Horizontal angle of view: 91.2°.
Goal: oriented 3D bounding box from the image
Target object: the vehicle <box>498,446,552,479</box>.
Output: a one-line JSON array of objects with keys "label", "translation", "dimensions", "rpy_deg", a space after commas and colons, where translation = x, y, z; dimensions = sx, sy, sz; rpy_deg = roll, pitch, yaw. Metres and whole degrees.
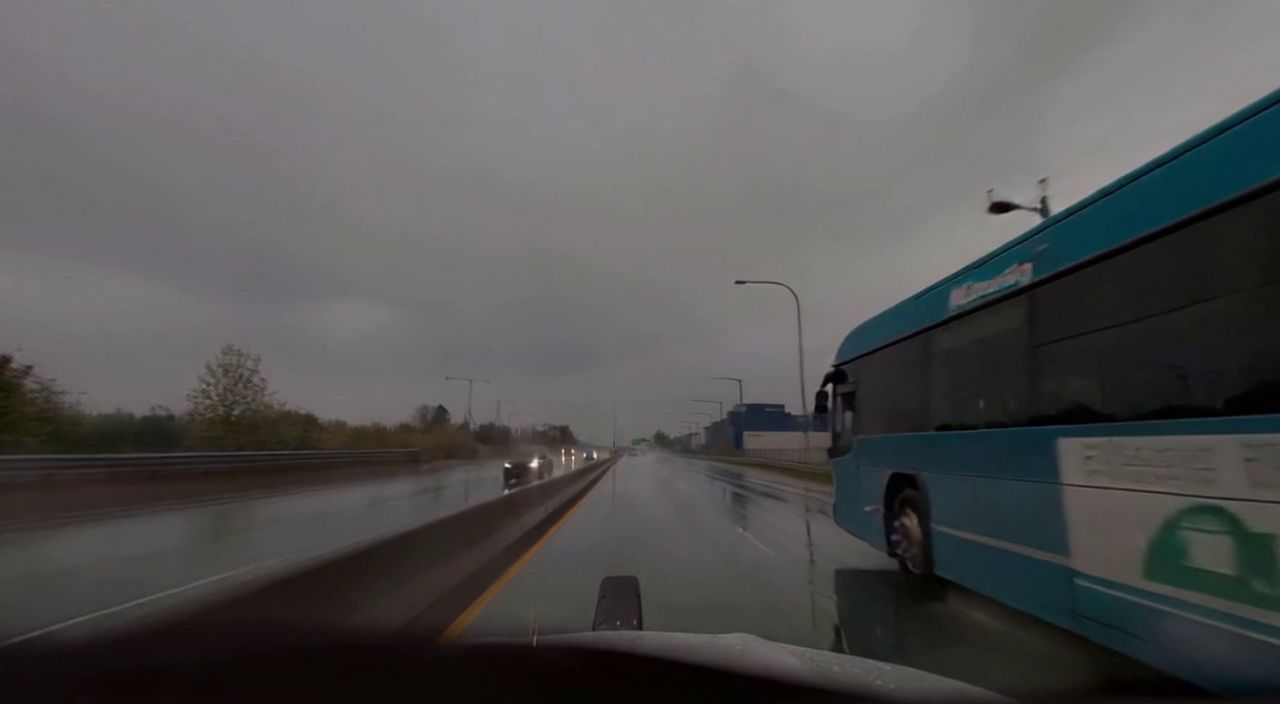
[{"label": "vehicle", "translation": [-5.771, 5.598, 32.058], "dimensions": [1.977, 1.530, 4.328], "rpy_deg": [-1, -9, 0]}]

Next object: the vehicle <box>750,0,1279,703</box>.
[{"label": "vehicle", "translation": [3.729, -0.239, 3.958], "dimensions": [3.277, 4.084, 14.213], "rpy_deg": [0, -9, -1]}]
